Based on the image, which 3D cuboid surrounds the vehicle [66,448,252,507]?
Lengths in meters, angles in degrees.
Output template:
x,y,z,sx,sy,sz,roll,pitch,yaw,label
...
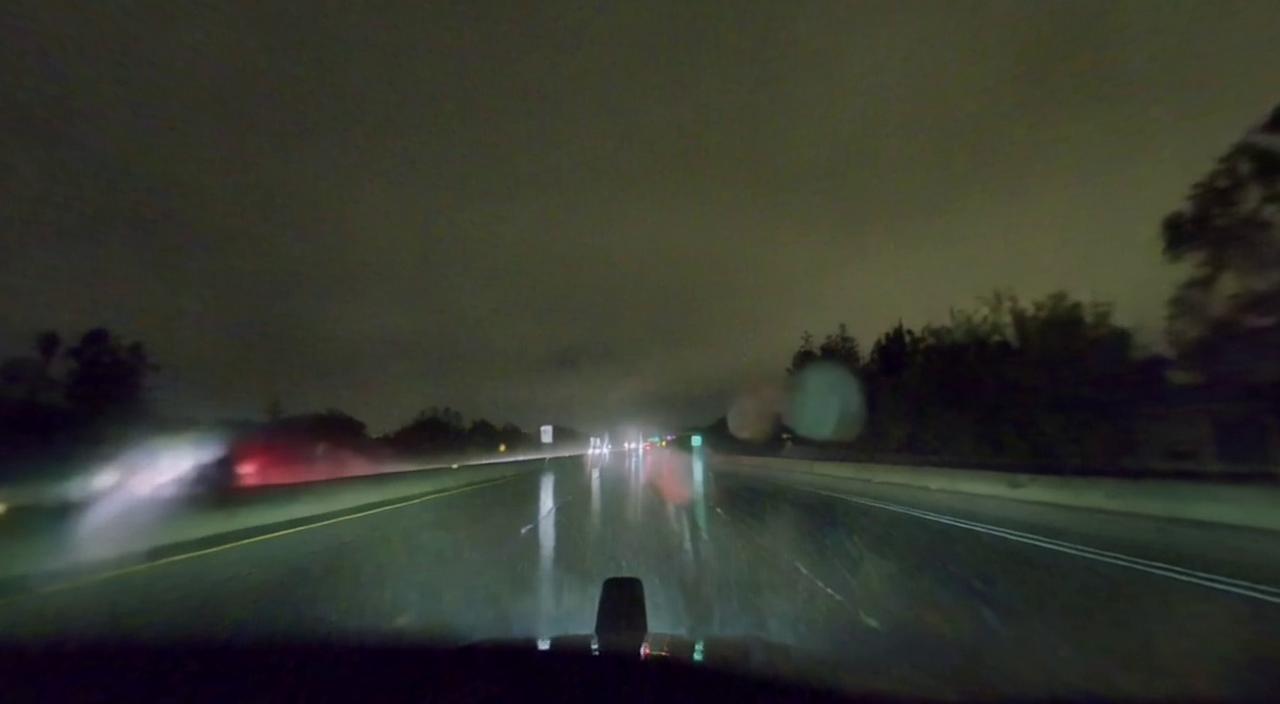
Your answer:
x,y,z,sx,sy,sz,roll,pitch,yaw,label
-15.345,4.000,20.612,2.014,1.655,5.178,0,-9,-1,vehicle
